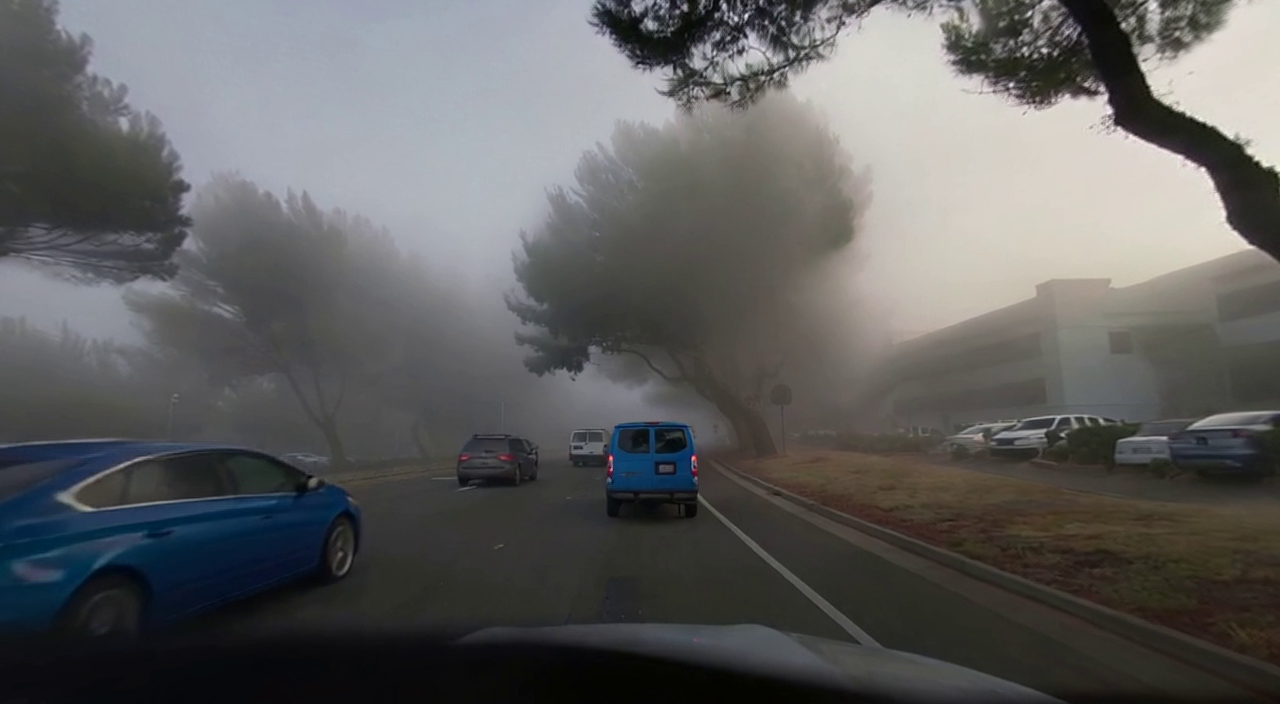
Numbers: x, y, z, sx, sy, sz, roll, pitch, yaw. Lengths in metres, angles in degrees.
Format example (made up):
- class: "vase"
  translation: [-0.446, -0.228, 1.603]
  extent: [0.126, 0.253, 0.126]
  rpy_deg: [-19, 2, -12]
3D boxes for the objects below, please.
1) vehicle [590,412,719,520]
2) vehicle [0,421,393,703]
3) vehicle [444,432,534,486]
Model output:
- class: "vehicle"
  translation: [0.311, 2.255, 12.899]
  extent: [2.173, 1.830, 4.189]
  rpy_deg: [0, -9, 2]
- class: "vehicle"
  translation: [-3.986, 1.356, 4.930]
  extent: [1.991, 1.459, 4.813]
  rpy_deg: [0, -9, 3]
- class: "vehicle"
  translation: [-5.205, 3.765, 22.527]
  extent: [2.116, 1.714, 4.757]
  rpy_deg: [0, -9, -1]
